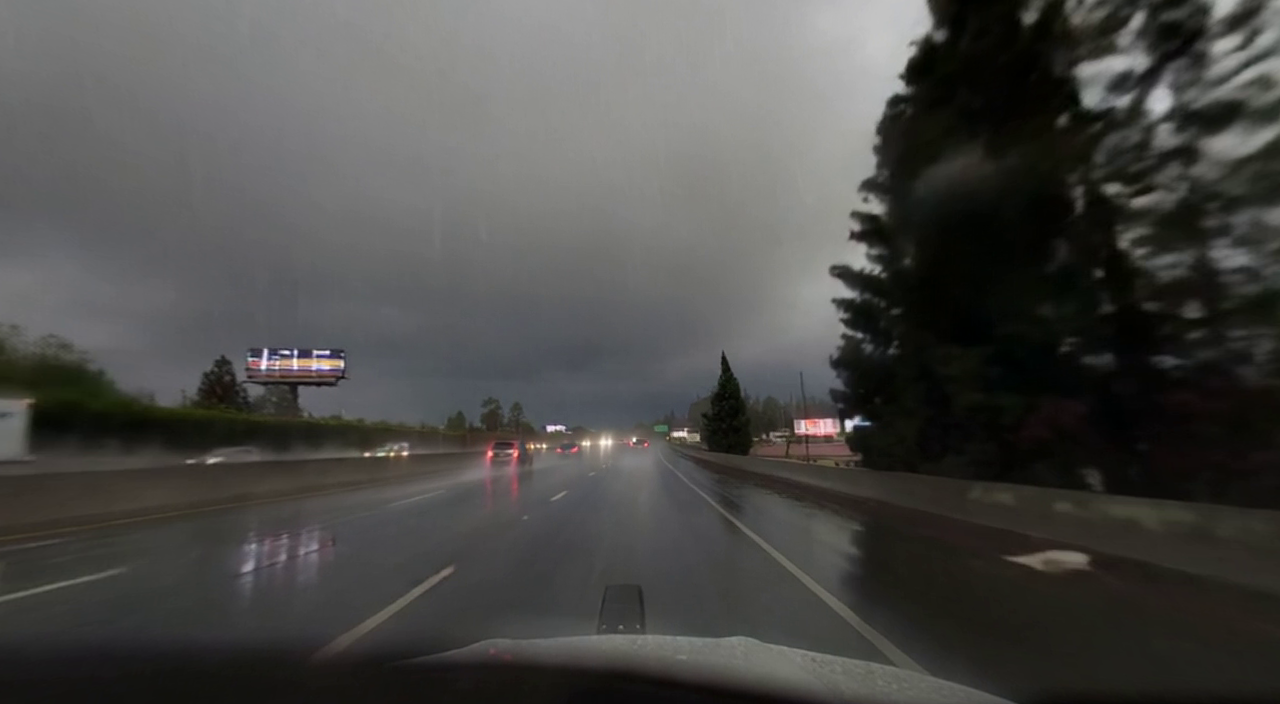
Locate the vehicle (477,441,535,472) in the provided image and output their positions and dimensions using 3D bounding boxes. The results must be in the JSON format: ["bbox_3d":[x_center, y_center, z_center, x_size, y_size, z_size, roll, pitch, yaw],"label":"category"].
[{"bbox_3d":[-7.155,5.624,34.096,2.008,1.520,4.731,0,-9,1],"label":"vehicle"}]

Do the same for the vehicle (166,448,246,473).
[{"bbox_3d":[-28.707,7.147,41.855,1.925,1.562,4.733,0,-9,1],"label":"vehicle"}]
